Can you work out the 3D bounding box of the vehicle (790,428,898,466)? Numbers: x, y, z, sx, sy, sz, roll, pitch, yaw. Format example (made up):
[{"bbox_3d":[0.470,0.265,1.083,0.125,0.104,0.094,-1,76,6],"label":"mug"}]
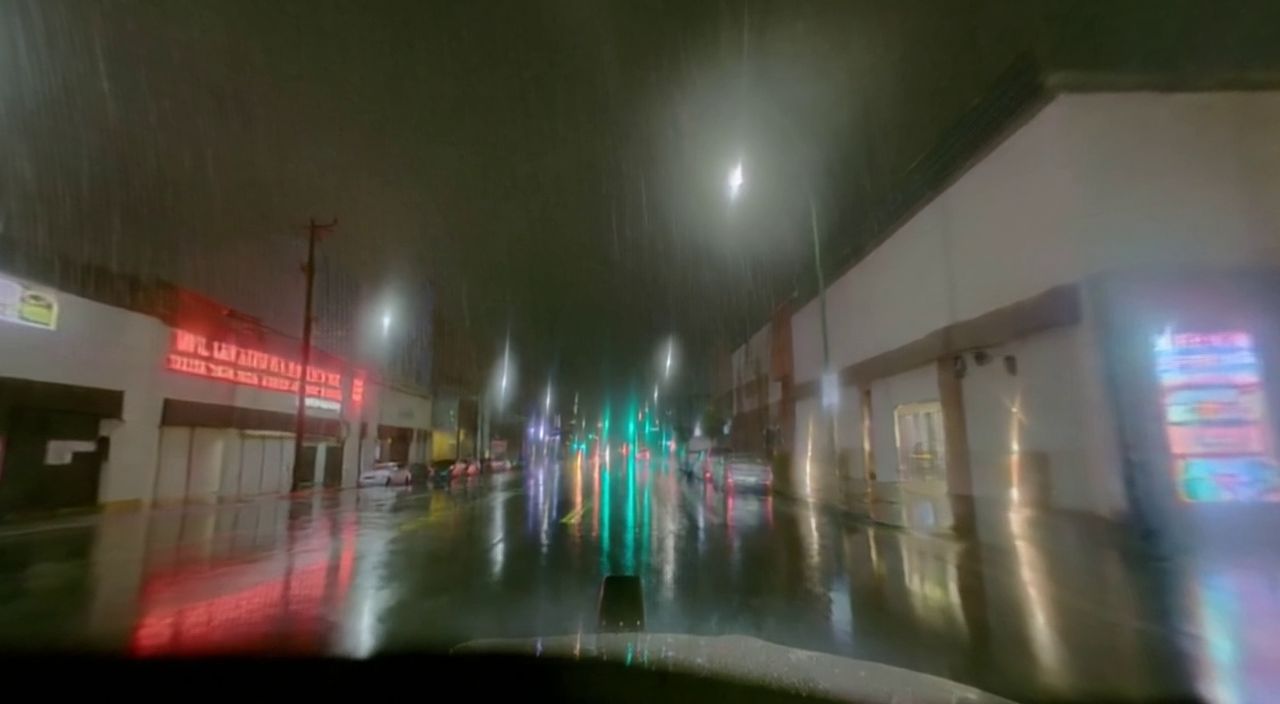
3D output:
[{"bbox_3d":[12.389,5.753,38.598,5.603,1.659,2.393,-5,-7,-4],"label":"vehicle"}]

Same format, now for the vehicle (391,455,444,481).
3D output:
[{"bbox_3d":[-15.697,8.165,44.854,2.076,1.518,4.981,-3,-8,-1],"label":"vehicle"}]

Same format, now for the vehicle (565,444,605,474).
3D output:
[{"bbox_3d":[-3.613,7.155,42.671,2.348,1.831,4.737,0,-8,-1],"label":"vehicle"}]

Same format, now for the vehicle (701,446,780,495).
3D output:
[{"bbox_3d":[3.602,4.317,23.536,2.042,1.487,5.033,3,-8,0],"label":"vehicle"}]

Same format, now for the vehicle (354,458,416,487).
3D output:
[{"bbox_3d":[-15.663,7.382,39.047,1.883,1.493,4.880,-3,-8,-1],"label":"vehicle"}]

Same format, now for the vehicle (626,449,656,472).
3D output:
[{"bbox_3d":[0.058,7.795,45.657,2.099,1.470,4.270,0,-8,-1],"label":"vehicle"}]
